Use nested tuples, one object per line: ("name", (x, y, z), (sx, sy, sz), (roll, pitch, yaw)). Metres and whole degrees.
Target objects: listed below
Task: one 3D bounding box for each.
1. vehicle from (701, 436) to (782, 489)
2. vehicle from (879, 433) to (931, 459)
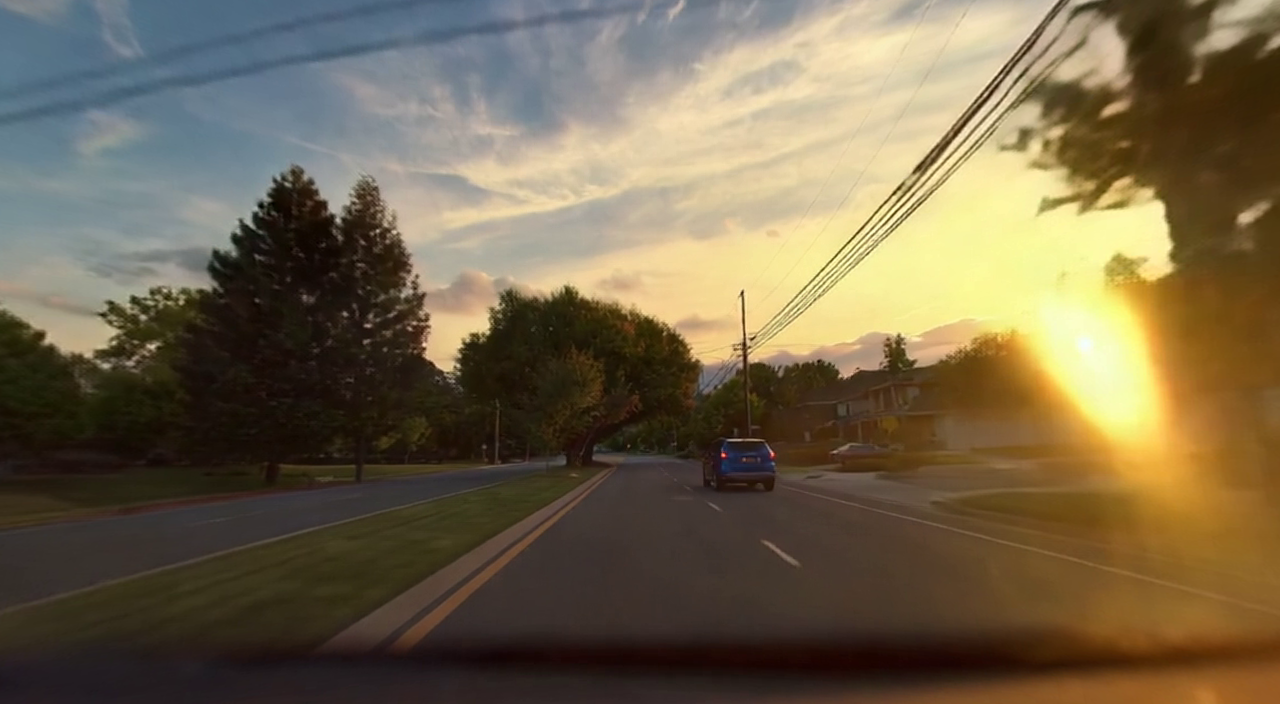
("vehicle", (3.705, 4.159, 24.095), (2.193, 1.777, 4.772), (0, -9, -1))
("vehicle", (16.184, 5.779, 38.774), (1.674, 1.455, 3.769), (0, -9, 2))
